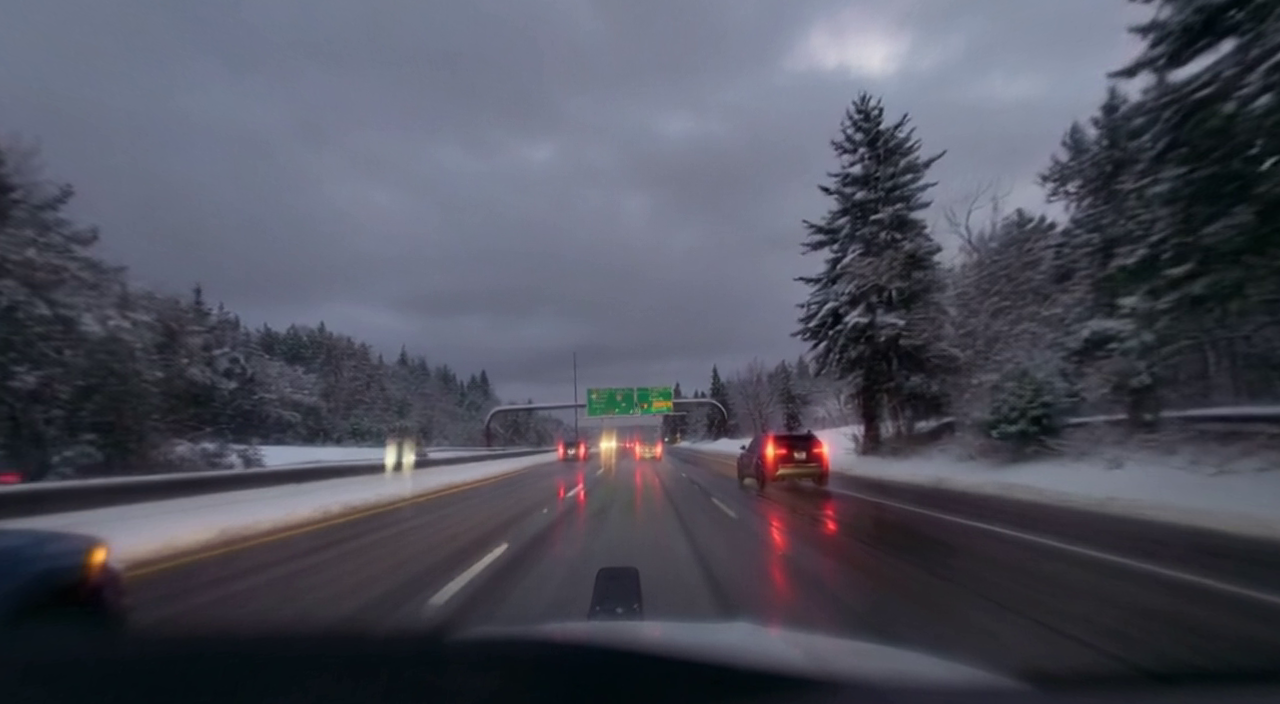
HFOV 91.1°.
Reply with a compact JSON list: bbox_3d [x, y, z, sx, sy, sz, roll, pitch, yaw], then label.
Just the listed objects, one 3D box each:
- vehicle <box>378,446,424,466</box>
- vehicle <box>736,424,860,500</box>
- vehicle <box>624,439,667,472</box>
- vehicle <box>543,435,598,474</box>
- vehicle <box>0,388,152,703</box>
[{"bbox_3d":[-18.880,8.222,49.762,1.932,1.451,4.081,-1,-8,2],"label":"vehicle"},{"bbox_3d":[3.954,2.840,16.561,2.025,1.707,4.279,0,-8,-2],"label":"vehicle"},{"bbox_3d":[0.276,5.226,31.957,2.049,1.542,3.816,0,-8,1],"label":"vehicle"},{"bbox_3d":[-3.184,4.813,29.650,2.044,1.682,4.201,0,-8,1],"label":"vehicle"},{"bbox_3d":[-3.519,0.701,0.851,2.066,1.561,4.495,0,-8,0],"label":"vehicle"}]
